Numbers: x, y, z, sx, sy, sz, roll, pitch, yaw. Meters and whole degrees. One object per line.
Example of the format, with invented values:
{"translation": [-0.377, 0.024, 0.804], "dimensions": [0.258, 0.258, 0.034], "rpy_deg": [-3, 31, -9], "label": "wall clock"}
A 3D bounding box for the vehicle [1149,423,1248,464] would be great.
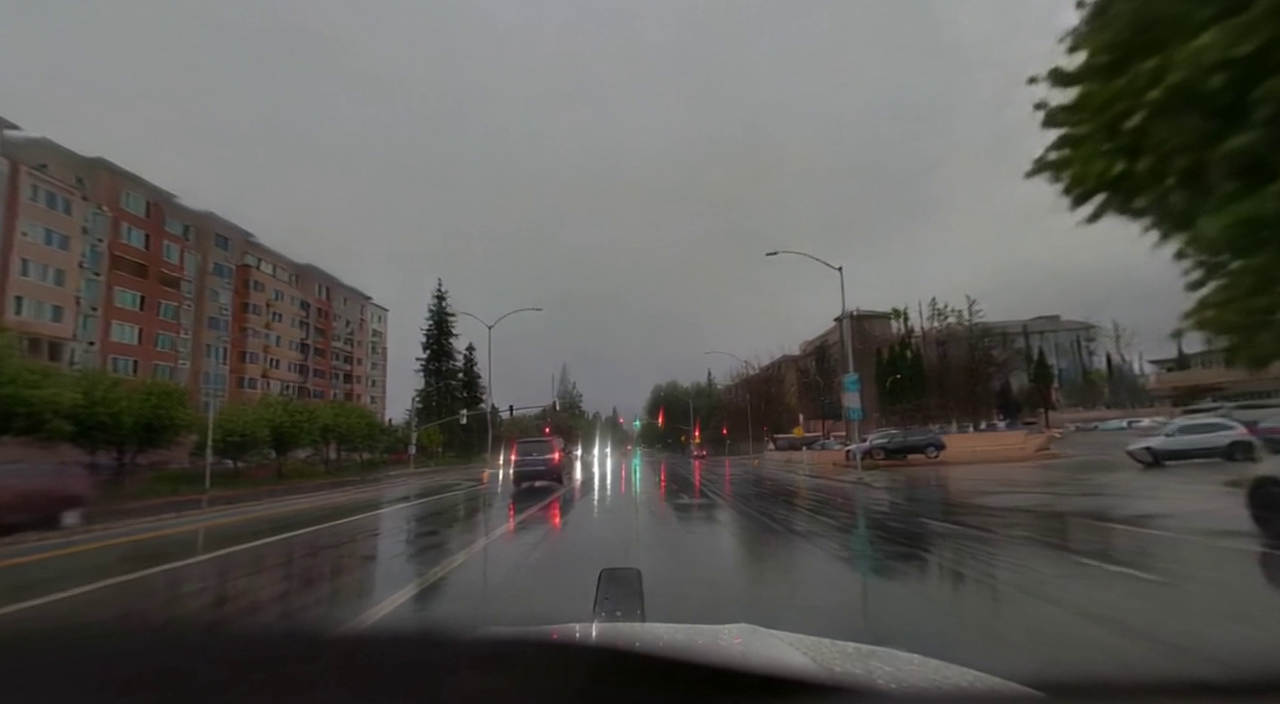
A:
{"translation": [21.878, 3.618, 24.954], "dimensions": [1.901, 1.450, 4.504], "rpy_deg": [-5, -10, 29], "label": "vehicle"}

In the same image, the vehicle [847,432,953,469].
{"translation": [12.695, 4.843, 31.130], "dimensions": [4.399, 1.722, 2.202], "rpy_deg": [-2, -9, 11], "label": "vehicle"}

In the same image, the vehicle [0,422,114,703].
{"translation": [-3.800, 0.774, 1.014], "dimensions": [2.144, 1.447, 4.421], "rpy_deg": [0, -9, -1], "label": "vehicle"}

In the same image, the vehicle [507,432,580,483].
{"translation": [-3.862, 4.367, 26.311], "dimensions": [2.220, 1.888, 4.904], "rpy_deg": [0, -9, 1], "label": "vehicle"}
